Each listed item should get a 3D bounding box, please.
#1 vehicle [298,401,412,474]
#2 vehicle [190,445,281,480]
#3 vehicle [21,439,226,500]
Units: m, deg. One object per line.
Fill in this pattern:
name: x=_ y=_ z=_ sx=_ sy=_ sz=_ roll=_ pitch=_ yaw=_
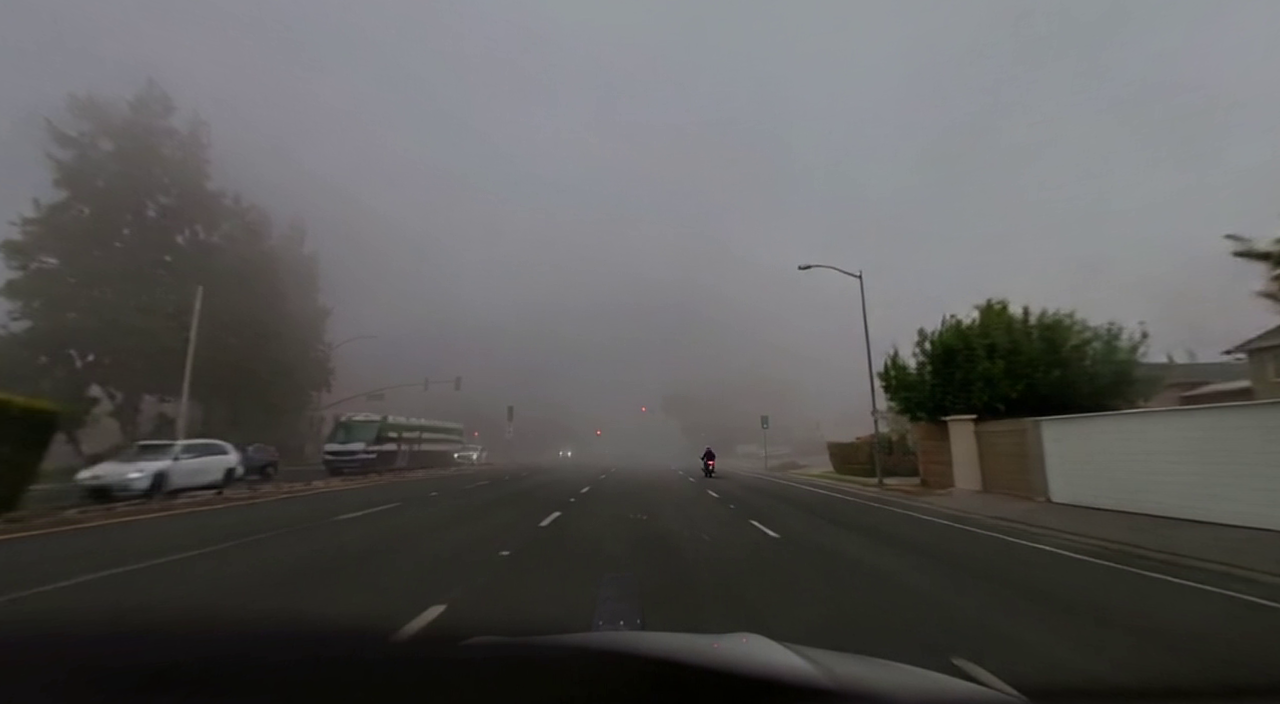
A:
vehicle: x=-17.098 y=5.259 z=38.588 sx=3.027 sy=3.971 sz=8.006 roll=0 pitch=-8 yaw=1
vehicle: x=-20.810 y=5.665 z=32.680 sx=1.844 sy=1.679 sz=4.318 roll=0 pitch=-8 yaw=0
vehicle: x=-13.902 y=3.143 z=17.418 sx=1.888 sy=1.456 sz=4.406 roll=-1 pitch=-8 yaw=1
